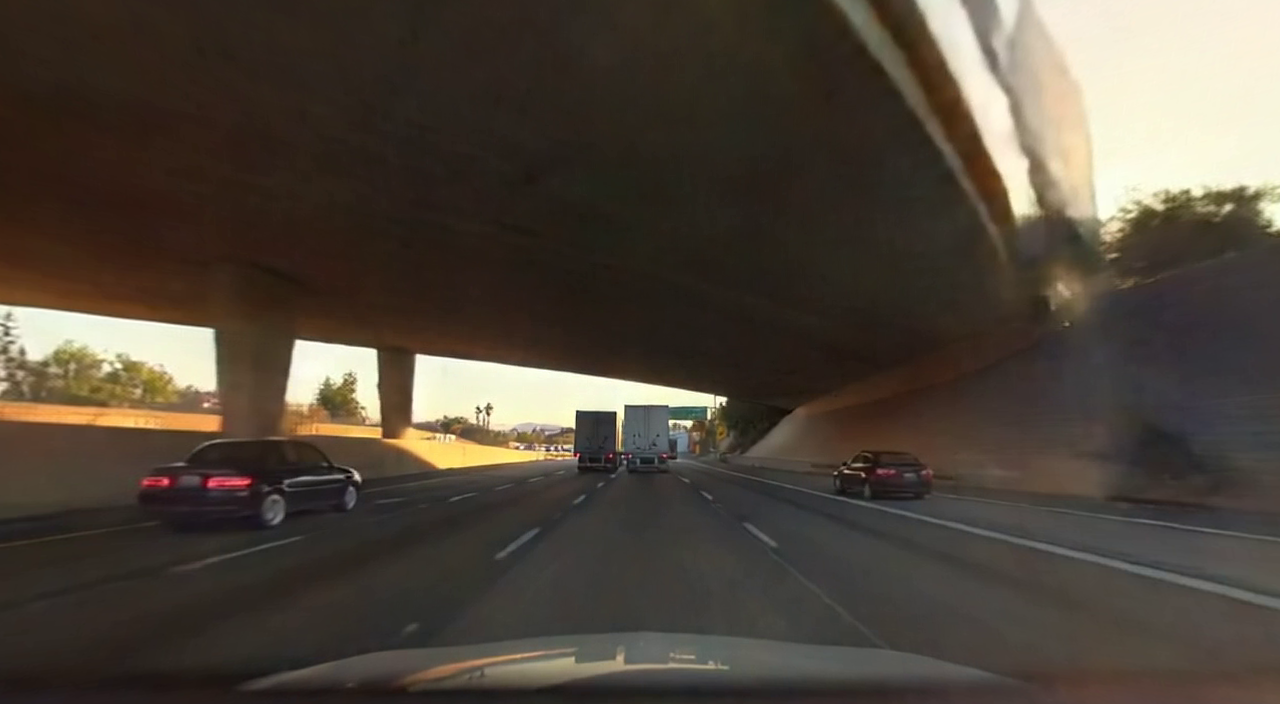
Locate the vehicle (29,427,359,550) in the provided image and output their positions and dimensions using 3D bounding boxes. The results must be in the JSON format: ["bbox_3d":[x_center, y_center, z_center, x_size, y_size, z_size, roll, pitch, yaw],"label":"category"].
[{"bbox_3d":[-6.720,2.081,10.399,1.992,1.547,4.673,0,-8,1],"label":"vehicle"}]

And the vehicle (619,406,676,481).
[{"bbox_3d":[0.365,5.460,39.359,3.054,3.944,11.230,0,-6,0],"label":"vehicle"}]

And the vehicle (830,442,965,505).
[{"bbox_3d":[7.121,3.374,18.024,1.969,1.560,4.394,0,-8,0],"label":"vehicle"}]
